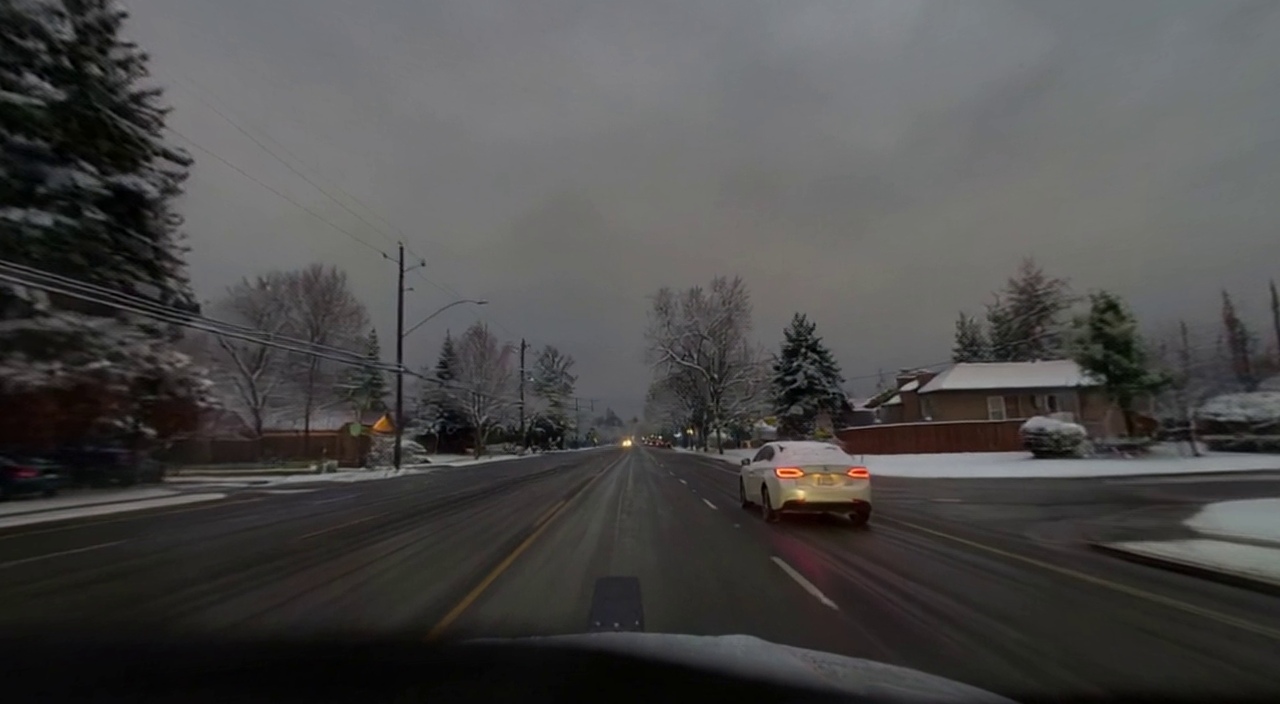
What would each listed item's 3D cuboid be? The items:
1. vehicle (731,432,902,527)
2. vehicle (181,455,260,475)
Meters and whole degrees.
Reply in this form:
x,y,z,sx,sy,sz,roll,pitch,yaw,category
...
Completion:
x,y,z,sx,sy,sz,roll,pitch,yaw,category
3.152,2.367,12.345,2.057,1.493,4.225,0,-8,-1,vehicle
-31.777,8.528,47.886,4.684,1.435,1.893,0,-9,3,vehicle
